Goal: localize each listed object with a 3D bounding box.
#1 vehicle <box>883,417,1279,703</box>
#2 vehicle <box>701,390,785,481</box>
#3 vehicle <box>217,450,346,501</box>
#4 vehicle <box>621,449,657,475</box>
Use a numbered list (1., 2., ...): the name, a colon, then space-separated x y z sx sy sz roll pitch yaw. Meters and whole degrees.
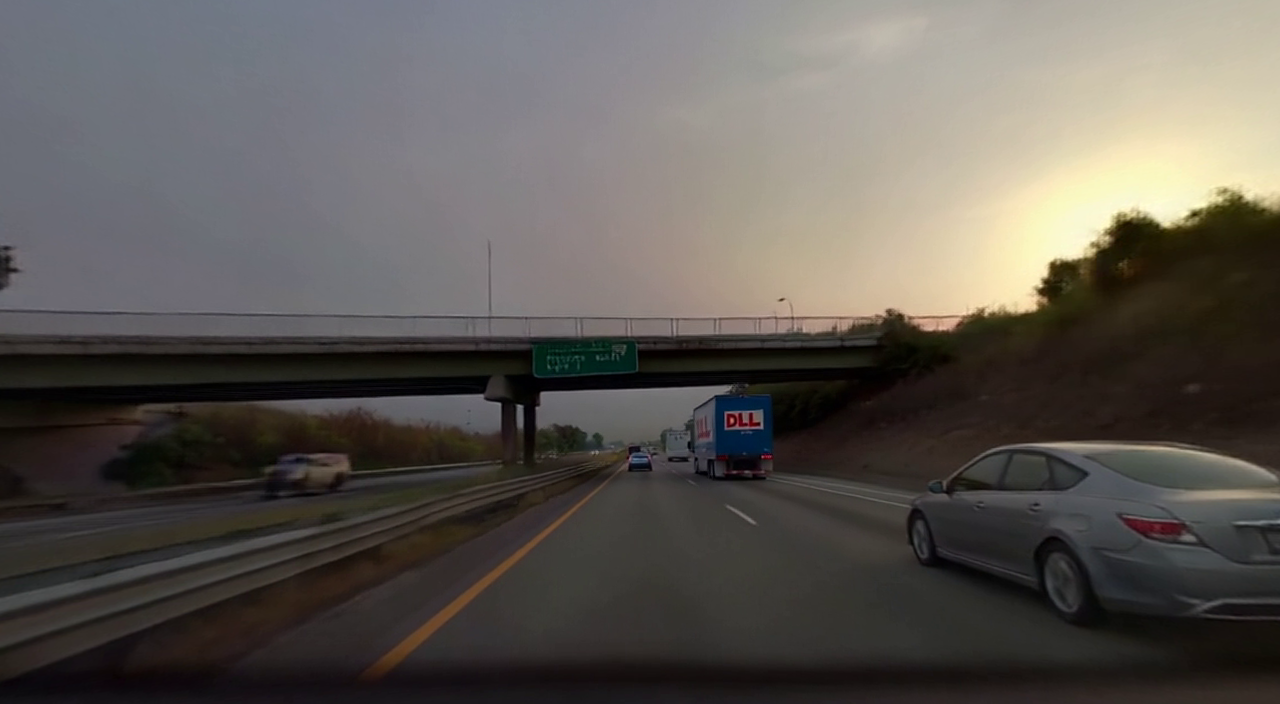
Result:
1. vehicle: 3.741 1.358 5.082 1.894 1.452 4.164 0 -9 0
2. vehicle: 4.947 4.322 32.121 2.838 3.985 8.010 0 -9 0
3. vehicle: -13.074 4.497 23.417 2.029 1.656 4.587 -1 -9 1
4. vehicle: -0.052 6.706 38.640 2.055 1.445 3.661 0 -9 0
